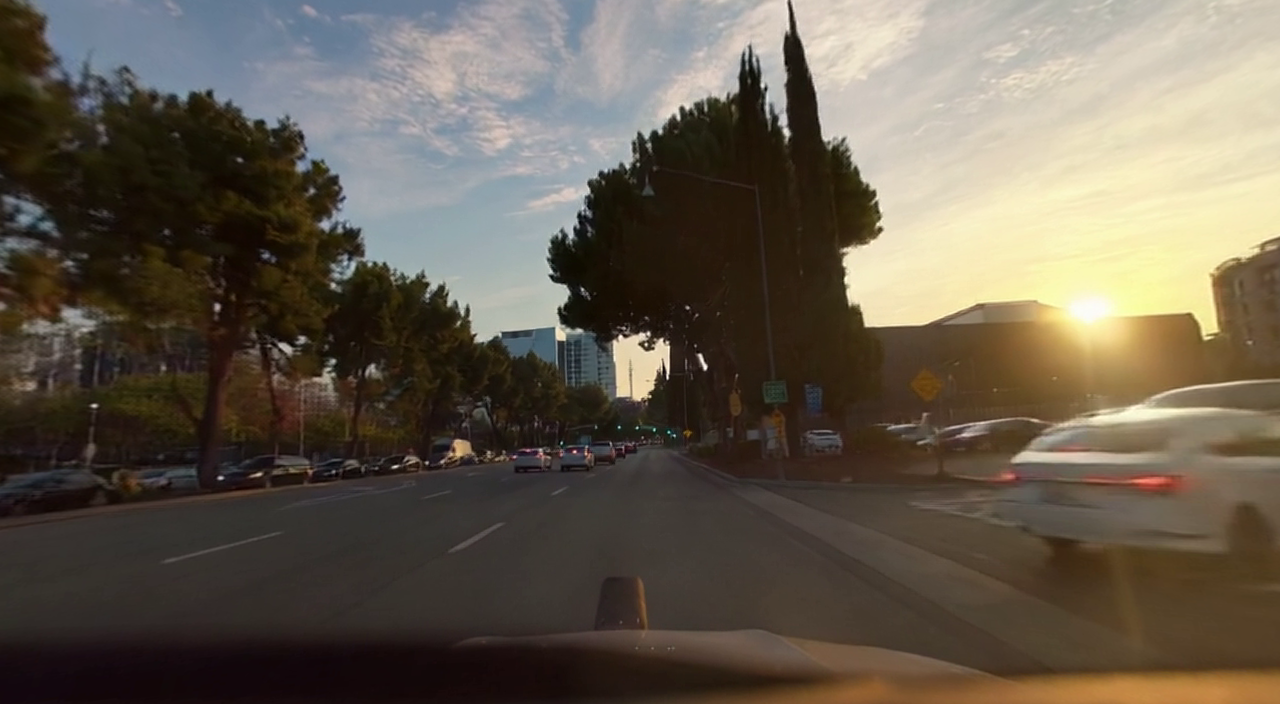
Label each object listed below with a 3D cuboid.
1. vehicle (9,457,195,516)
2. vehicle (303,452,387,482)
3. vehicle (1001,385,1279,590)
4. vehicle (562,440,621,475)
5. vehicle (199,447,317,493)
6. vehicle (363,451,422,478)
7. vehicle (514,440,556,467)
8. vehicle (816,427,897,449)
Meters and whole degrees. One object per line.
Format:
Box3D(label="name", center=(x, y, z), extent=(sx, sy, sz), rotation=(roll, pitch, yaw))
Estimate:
Box3D(label="vehicle", center=(-16.429, 4.082, 19.678), extent=(1.849, 1.472, 4.441), rotation=(0, -8, 1))
Box3D(label="vehicle", center=(-16.361, 6.374, 35.364), extent=(2.162, 1.480, 5.017), rotation=(0, -8, 1))
Box3D(label="vehicle", center=(6.401, 1.269, 6.591), extent=(4.504, 1.513, 2.208), rotation=(4, -9, -23))
Box3D(label="vehicle", center=(-2.237, 5.042, 30.544), extent=(2.235, 1.500, 4.420), rotation=(0, -8, 4))
Box3D(label="vehicle", center=(-16.399, 5.054, 27.474), extent=(2.073, 1.749, 4.770), rotation=(0, -8, 1))
Box3D(label="vehicle", center=(-16.152, 7.353, 41.513), extent=(2.024, 1.531, 4.580), rotation=(0, -8, 1))
Box3D(label="vehicle", center=(-7.360, 7.124, 44.657), extent=(2.054, 1.744, 4.422), rotation=(0, -8, 2))
Box3D(label="vehicle", center=(14.439, 5.798, 42.337), extent=(4.739, 1.424, 1.936), rotation=(0, -8, 2))
